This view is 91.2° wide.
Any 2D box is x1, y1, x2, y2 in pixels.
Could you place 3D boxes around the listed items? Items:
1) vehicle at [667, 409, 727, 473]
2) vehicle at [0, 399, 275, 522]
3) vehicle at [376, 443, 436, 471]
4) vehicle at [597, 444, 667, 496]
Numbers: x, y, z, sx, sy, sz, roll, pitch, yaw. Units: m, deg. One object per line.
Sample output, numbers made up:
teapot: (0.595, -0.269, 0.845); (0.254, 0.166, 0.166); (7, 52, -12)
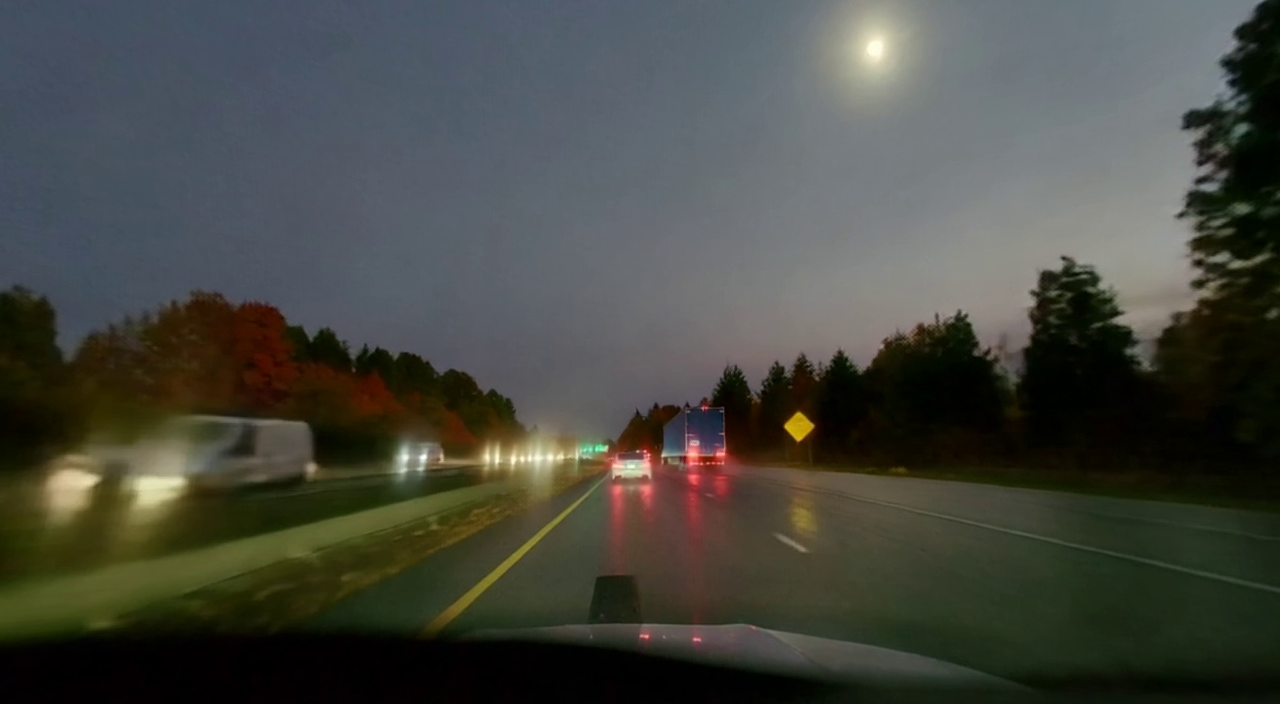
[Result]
vehicle: (3.908, 6.832, 46.968); (2.900, 4.013, 14.455); (1, -10, -1)
vehicle: (-9.296, 1.986, 11.721); (2.175, 1.804, 4.631); (0, -9, -1)
vehicle: (-14.022, 6.345, 37.851); (1.953, 1.544, 4.444); (0, -9, -1)
vehicle: (-0.306, 3.872, 20.938); (2.099, 1.506, 4.097); (0, -9, -1)
